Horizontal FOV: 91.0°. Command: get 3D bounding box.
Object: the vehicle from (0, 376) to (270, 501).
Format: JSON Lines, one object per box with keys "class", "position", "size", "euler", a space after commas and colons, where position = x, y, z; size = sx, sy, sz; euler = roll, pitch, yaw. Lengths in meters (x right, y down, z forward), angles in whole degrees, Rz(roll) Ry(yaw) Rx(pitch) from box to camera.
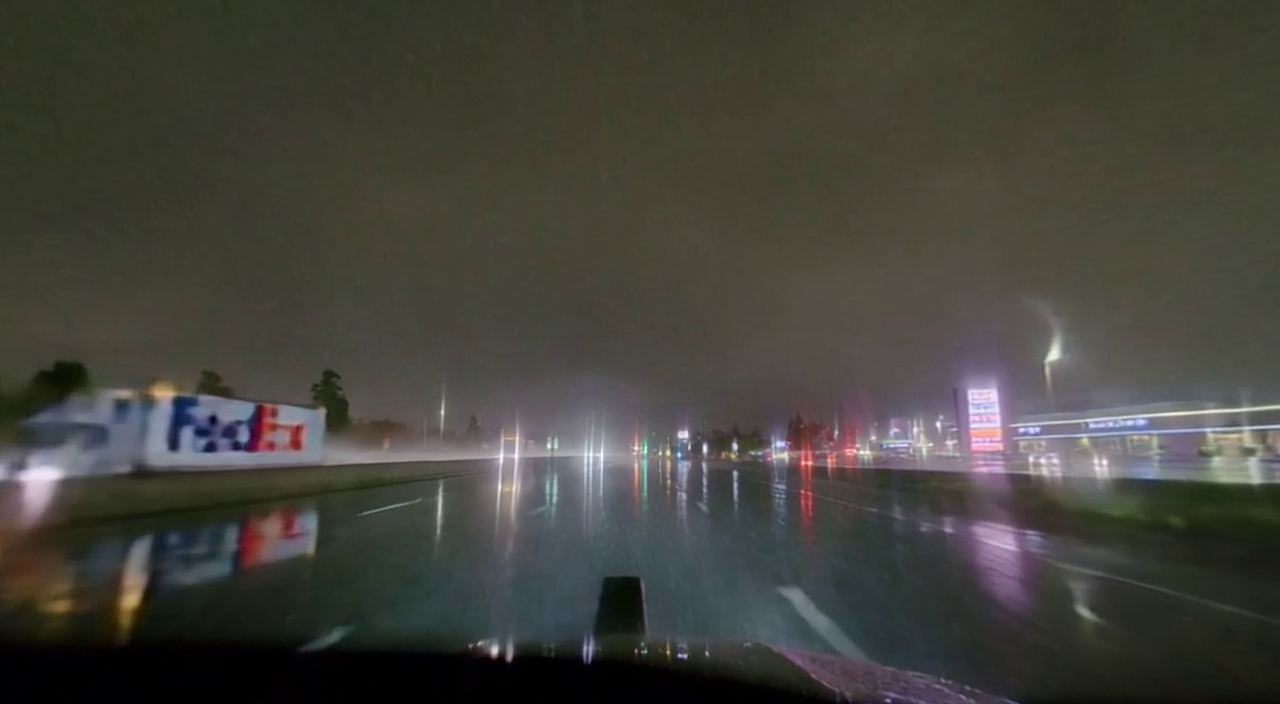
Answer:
{"class": "vehicle", "position": [-21.843, 3.864, 27.690], "size": [2.979, 4.143, 13.383], "euler": [0, -9, 0]}
